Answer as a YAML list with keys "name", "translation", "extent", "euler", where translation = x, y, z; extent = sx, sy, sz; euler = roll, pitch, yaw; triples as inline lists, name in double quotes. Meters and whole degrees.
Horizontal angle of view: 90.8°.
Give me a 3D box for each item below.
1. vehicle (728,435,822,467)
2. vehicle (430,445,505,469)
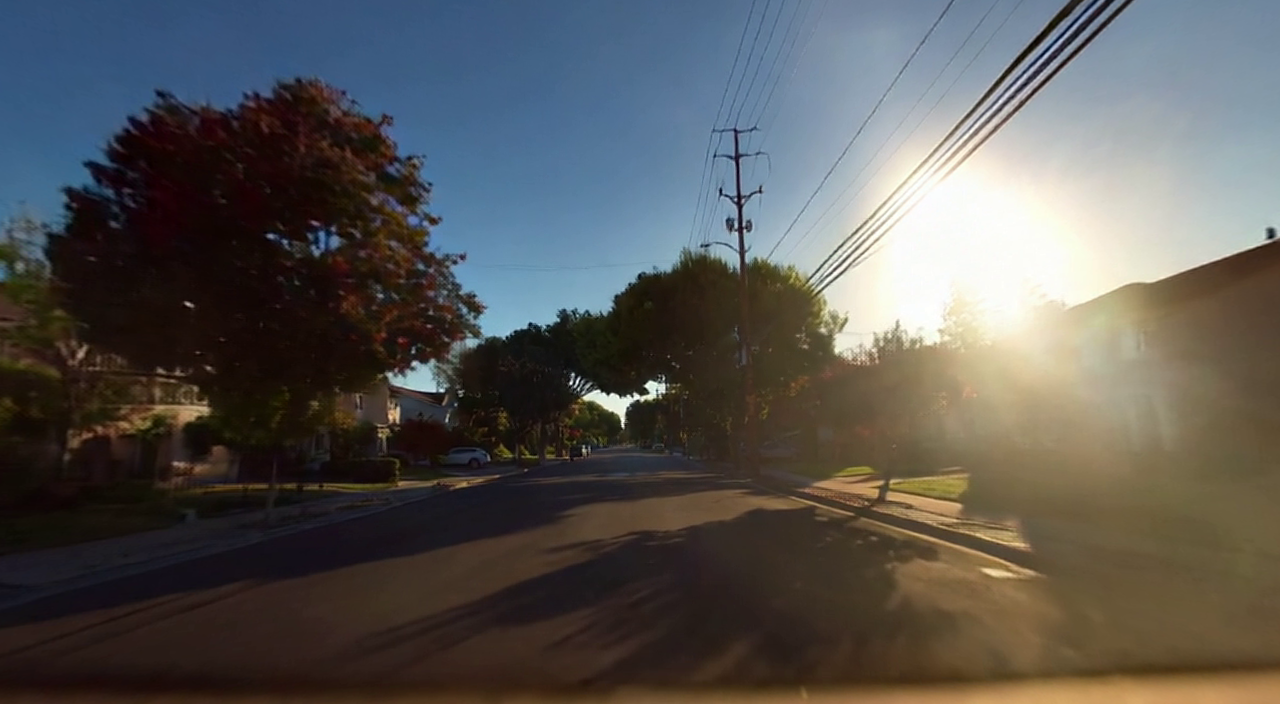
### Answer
- name: "vehicle"
  translation: [9.308, 6.894, 44.024]
  extent: [5.890, 1.896, 2.459]
  euler: [-2, -9, -3]
- name: "vehicle"
  translation: [-11.159, 6.807, 41.133]
  extent: [4.371, 1.482, 1.954]
  euler: [0, -9, -2]
